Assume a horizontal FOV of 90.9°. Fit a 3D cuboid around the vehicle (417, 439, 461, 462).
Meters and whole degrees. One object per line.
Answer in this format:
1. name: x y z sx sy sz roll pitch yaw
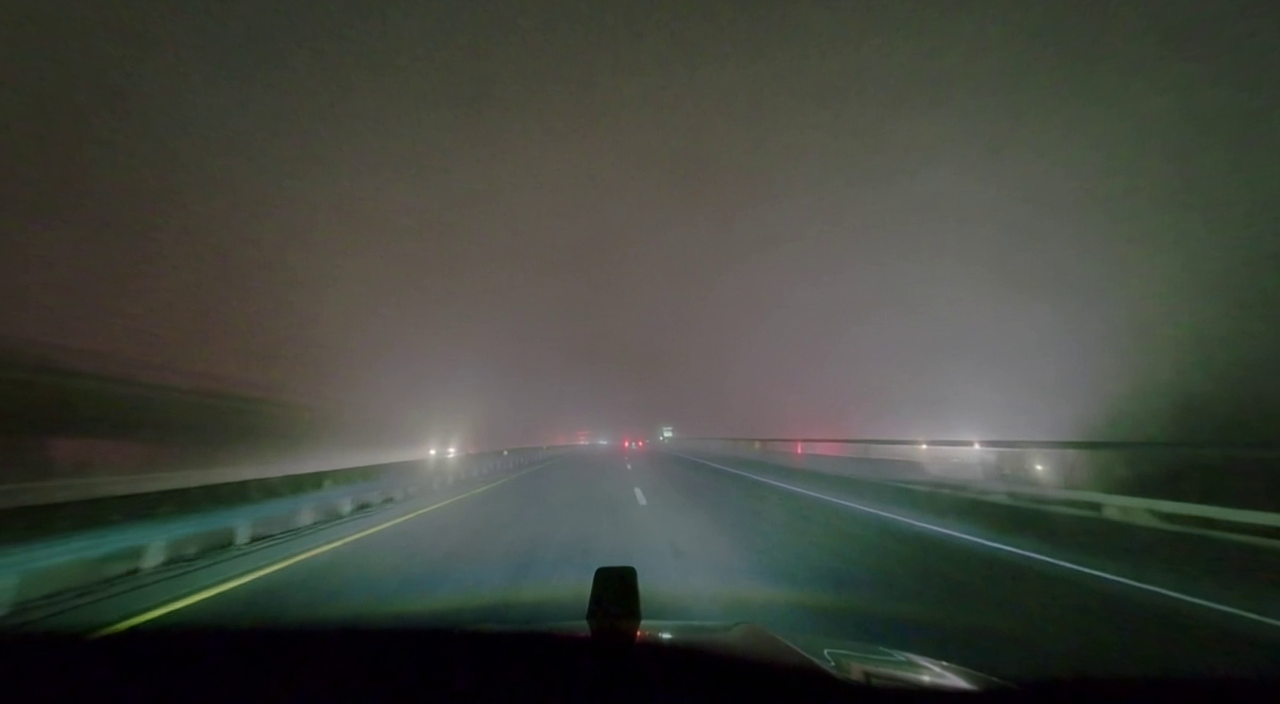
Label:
1. vehicle: -15.233 7.474 48.116 2.023 1.584 4.514 0 -8 -2
